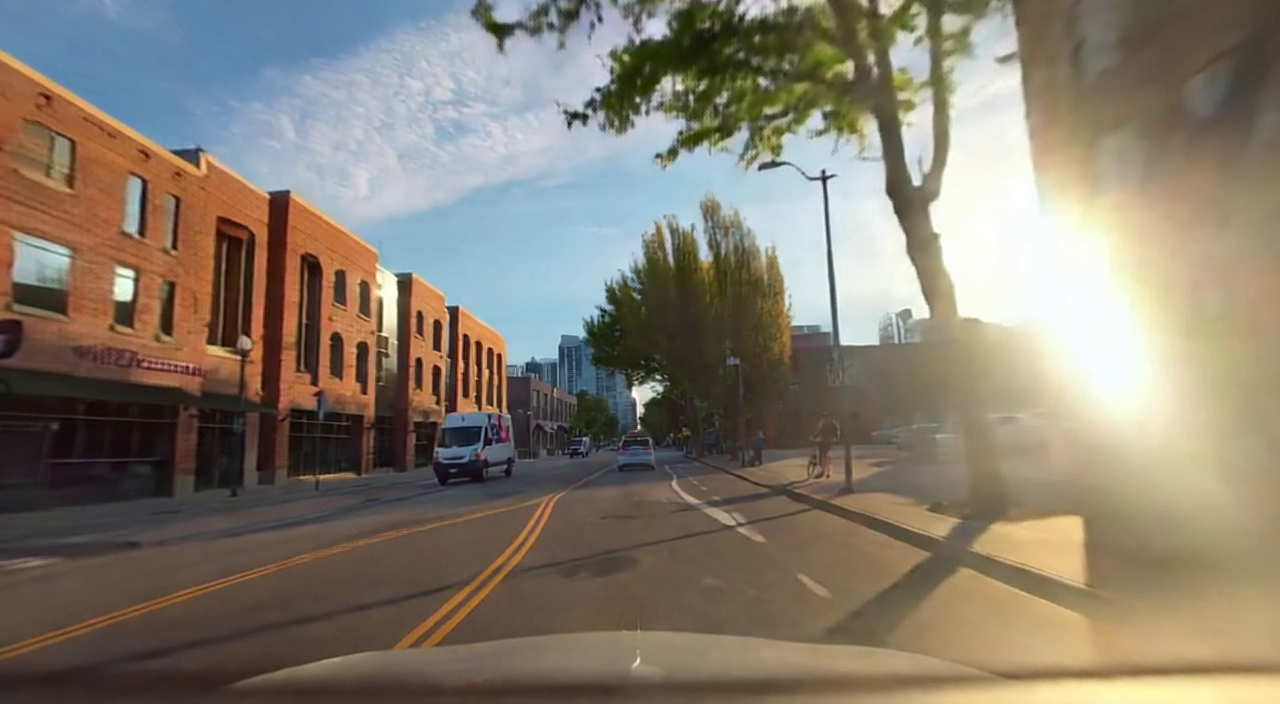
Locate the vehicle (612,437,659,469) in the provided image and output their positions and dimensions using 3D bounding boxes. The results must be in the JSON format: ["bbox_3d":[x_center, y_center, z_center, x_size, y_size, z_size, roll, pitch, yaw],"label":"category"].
[{"bbox_3d":[-0.197,5.403,33.950,2.356,1.572,4.810,0,-8,1],"label":"vehicle"}]

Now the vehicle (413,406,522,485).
[{"bbox_3d":[-7.429,4.166,28.379,2.754,3.065,7.103,0,-8,1],"label":"vehicle"}]
